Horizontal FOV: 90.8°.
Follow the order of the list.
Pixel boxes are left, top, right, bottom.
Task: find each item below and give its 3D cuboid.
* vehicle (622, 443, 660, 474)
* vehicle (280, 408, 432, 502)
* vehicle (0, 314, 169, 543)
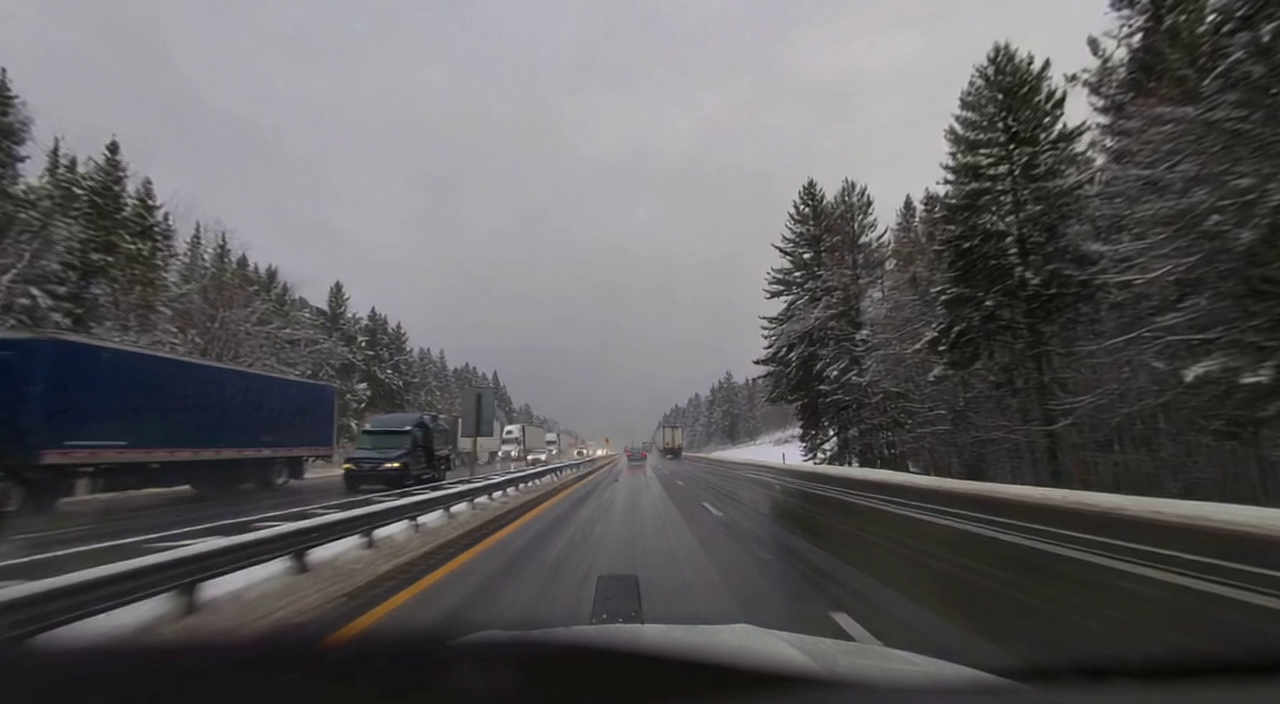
[{"bbox_3d":[0.036,6.252,37.134,2.137,1.689,4.051,0,-9,-1],"label":"vehicle"},{"bbox_3d":[-8.760,3.266,20.250,2.206,2.572,5.674,0,-9,-1],"label":"vehicle"},{"bbox_3d":[-12.908,1.445,11.691,3.161,4.011,6.480,0,-9,-1],"label":"vehicle"}]
